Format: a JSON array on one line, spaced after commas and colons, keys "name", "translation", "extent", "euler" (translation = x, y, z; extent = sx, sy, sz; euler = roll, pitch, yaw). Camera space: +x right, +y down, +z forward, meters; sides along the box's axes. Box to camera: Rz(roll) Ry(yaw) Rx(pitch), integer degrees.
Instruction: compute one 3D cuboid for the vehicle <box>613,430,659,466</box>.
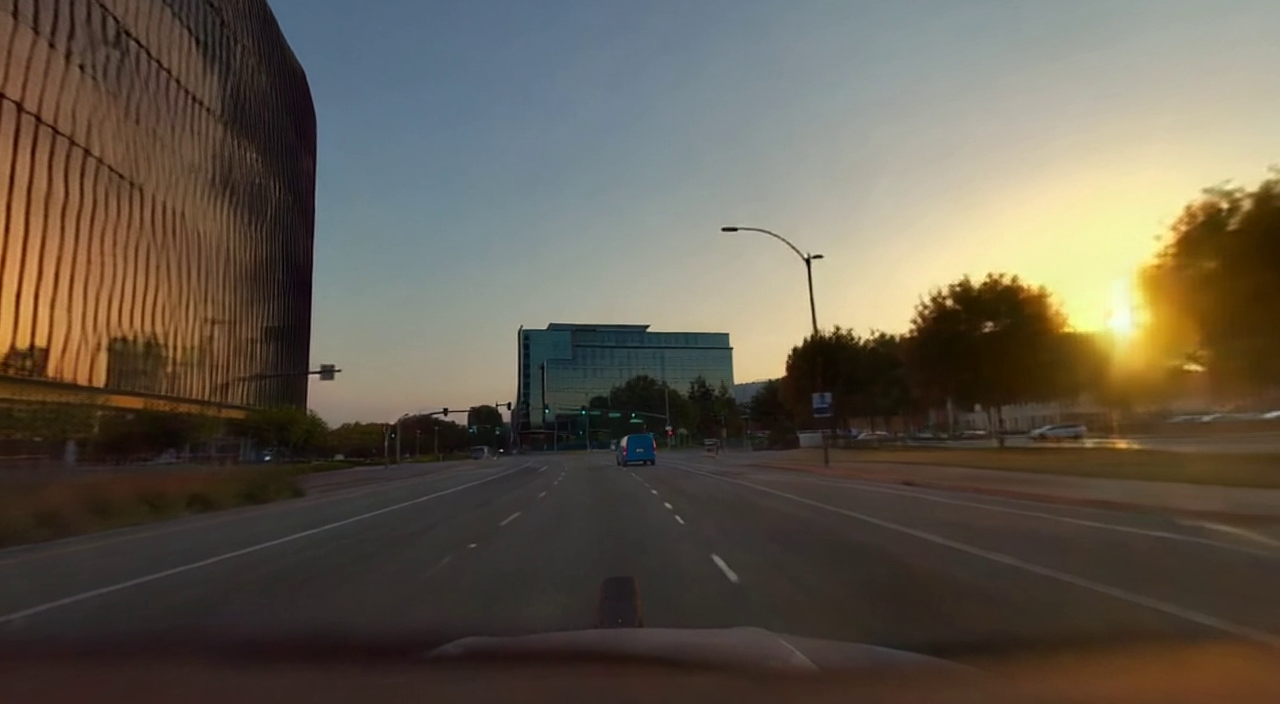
[{"name": "vehicle", "translation": [-0.359, 6.437, 42.179], "extent": [2.339, 2.244, 4.817], "euler": [1, -8, -9]}]
